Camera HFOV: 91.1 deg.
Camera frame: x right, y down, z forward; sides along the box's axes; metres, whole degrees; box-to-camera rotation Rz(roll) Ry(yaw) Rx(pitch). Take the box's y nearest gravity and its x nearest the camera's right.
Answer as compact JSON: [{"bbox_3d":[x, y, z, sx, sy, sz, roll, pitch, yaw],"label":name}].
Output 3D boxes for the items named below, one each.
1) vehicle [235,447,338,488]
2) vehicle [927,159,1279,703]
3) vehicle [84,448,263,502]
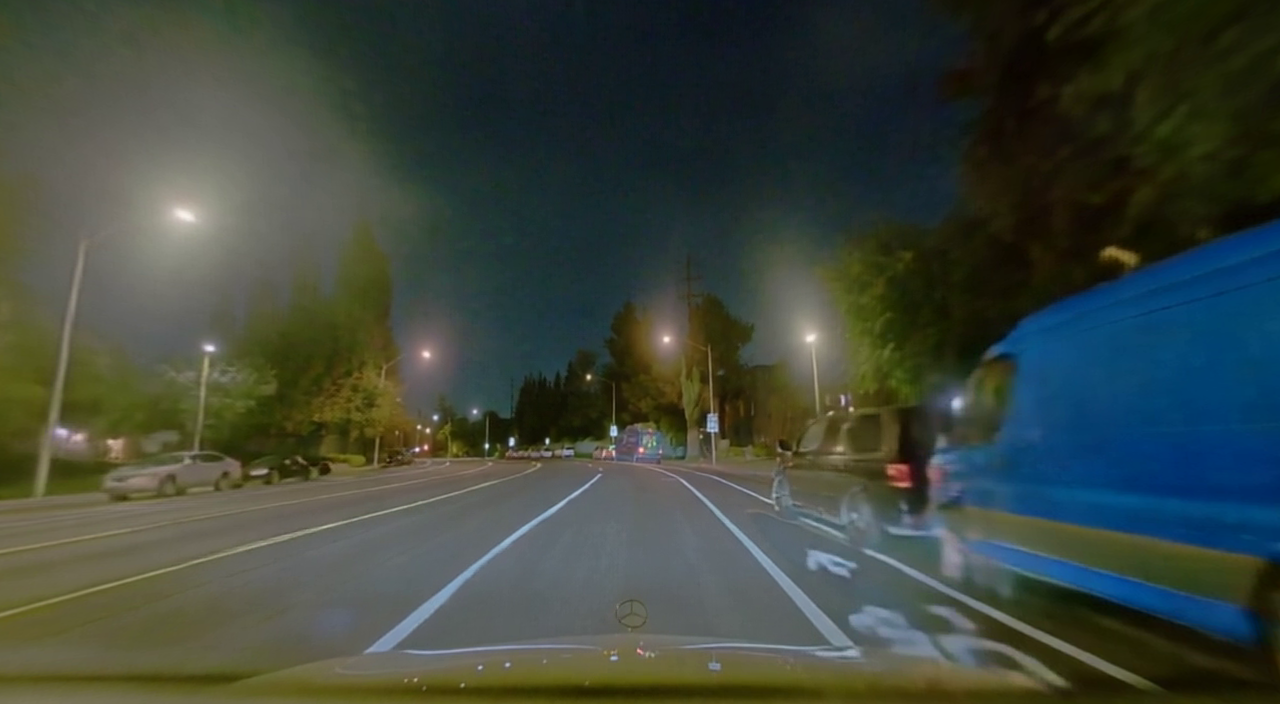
[{"bbox_3d":[-14.978,4.874,26.910,1.934,1.480,4.510,-3,-8,-2],"label":"vehicle"},{"bbox_3d":[4.346,0.630,4.056,2.229,2.912,5.697,0,-8,0],"label":"vehicle"},{"bbox_3d":[-14.913,3.917,20.521,1.990,1.487,4.767,-1,-8,3],"label":"vehicle"}]
